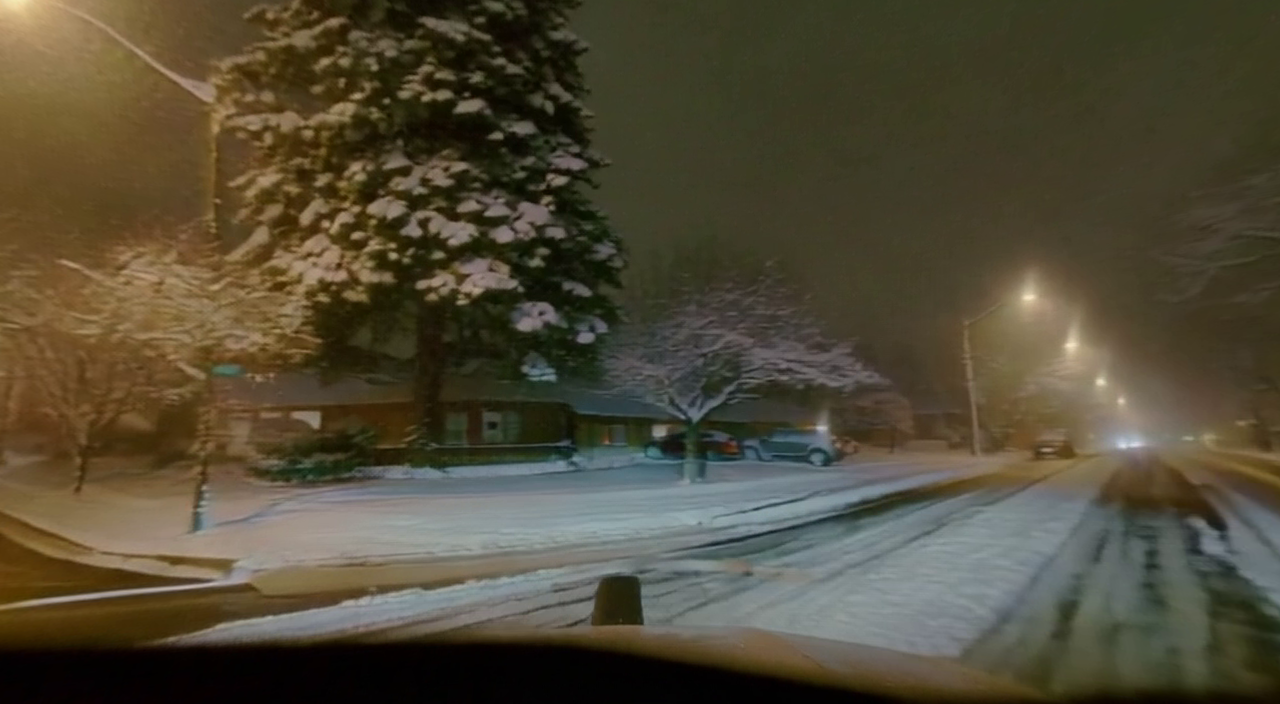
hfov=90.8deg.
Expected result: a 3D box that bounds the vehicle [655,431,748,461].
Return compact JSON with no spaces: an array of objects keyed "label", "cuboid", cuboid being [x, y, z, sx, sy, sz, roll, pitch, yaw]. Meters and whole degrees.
[{"label":"vehicle","cuboid":[3.147,4.896,32.866,4.531,1.470,1.855,-7,-11,39]}]

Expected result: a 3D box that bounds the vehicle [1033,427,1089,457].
[{"label":"vehicle","cuboid":[26.566,5.668,39.817,2.319,1.758,4.545,-7,-11,39]}]

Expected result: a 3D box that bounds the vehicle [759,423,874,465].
[{"label":"vehicle","cuboid":[7.934,4.183,28.640,4.559,1.745,1.918,-6,-10,36]}]
